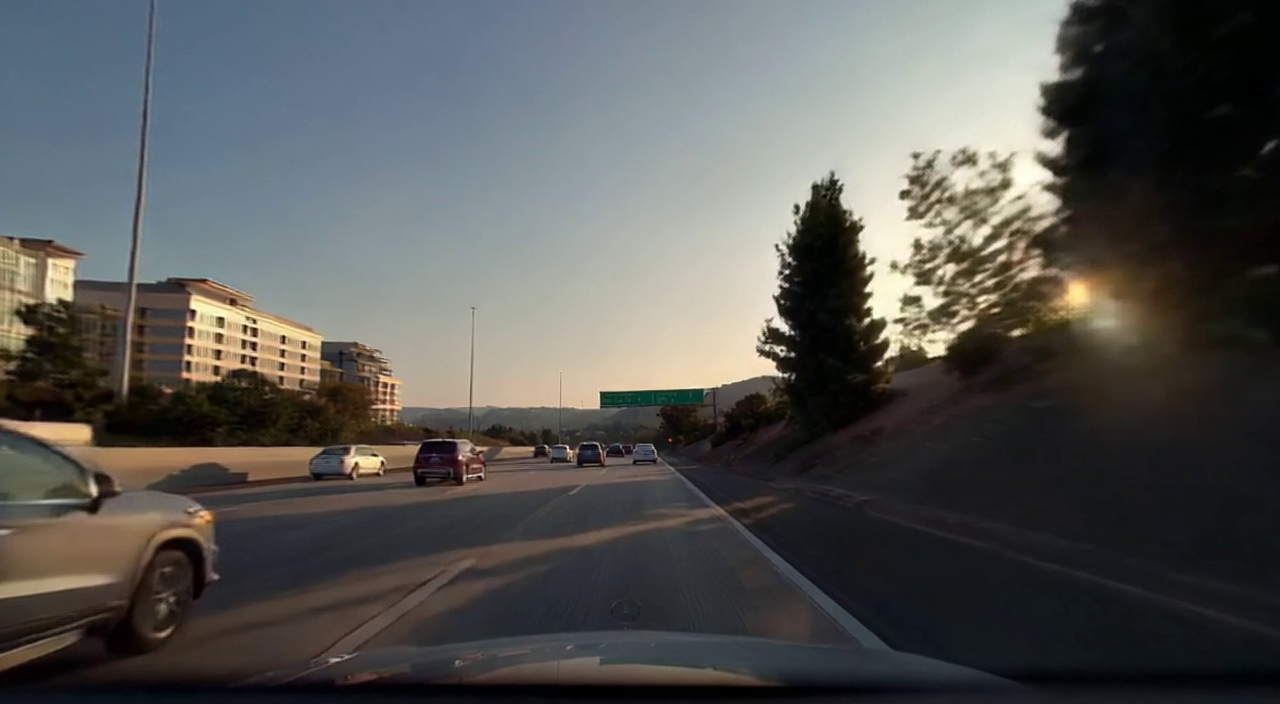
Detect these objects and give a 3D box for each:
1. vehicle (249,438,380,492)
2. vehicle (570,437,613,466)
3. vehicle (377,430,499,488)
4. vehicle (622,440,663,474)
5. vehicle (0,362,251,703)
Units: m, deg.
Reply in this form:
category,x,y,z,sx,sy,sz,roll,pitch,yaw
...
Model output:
category,x,y,z,sx,sy,sz,roll,pitch,yaw
vehicle,-11.525,4.006,22.822,2.187,1.726,4.634,0,-9,1
vehicle,-3.622,7.599,48.283,2.751,2.050,5.761,0,-8,1
vehicle,-7.390,4.019,24.001,2.521,1.901,5.988,0,-8,2
vehicle,0.134,5.803,35.119,2.135,1.697,4.757,0,-8,0
vehicle,-4.152,0.832,2.445,2.136,1.718,4.873,0,-9,0
